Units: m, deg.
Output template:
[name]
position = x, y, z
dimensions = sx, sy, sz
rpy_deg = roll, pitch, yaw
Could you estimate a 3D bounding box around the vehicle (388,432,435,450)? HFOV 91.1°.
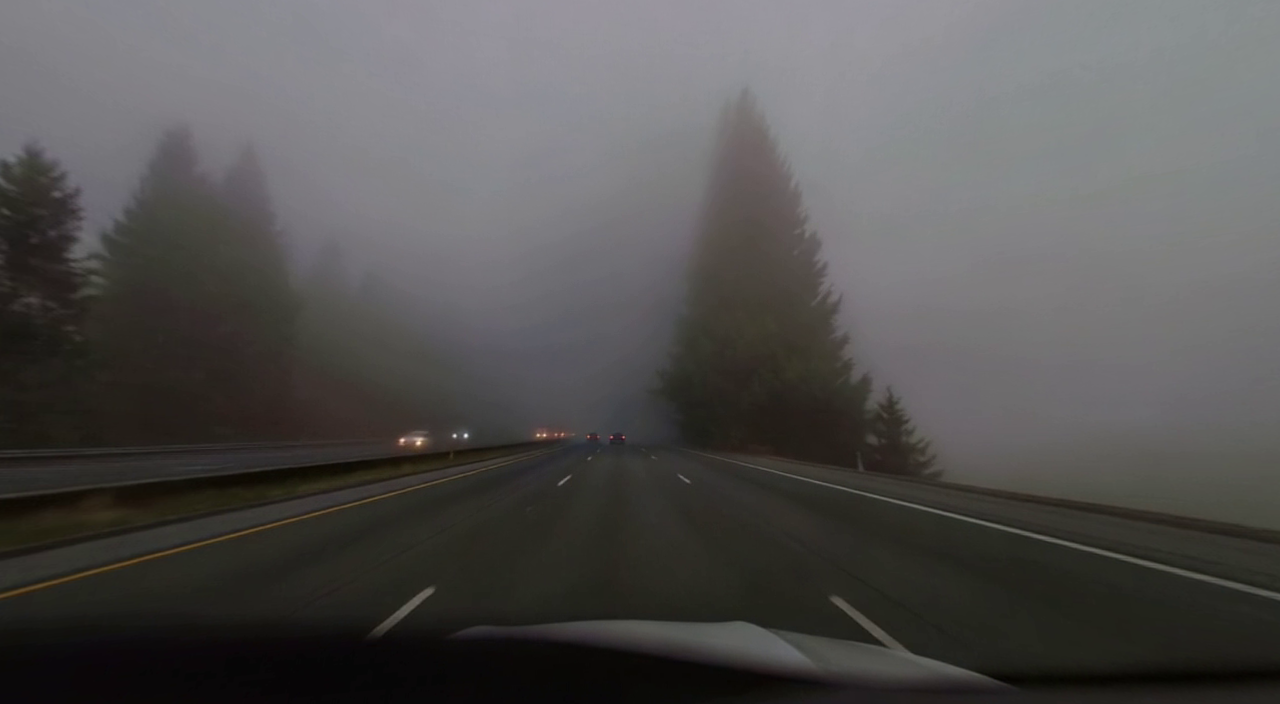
[vehicle]
position = -17.749, 6.938, 49.150
dimensions = 1.957, 1.378, 4.740
rpy_deg = 0, -8, -1
